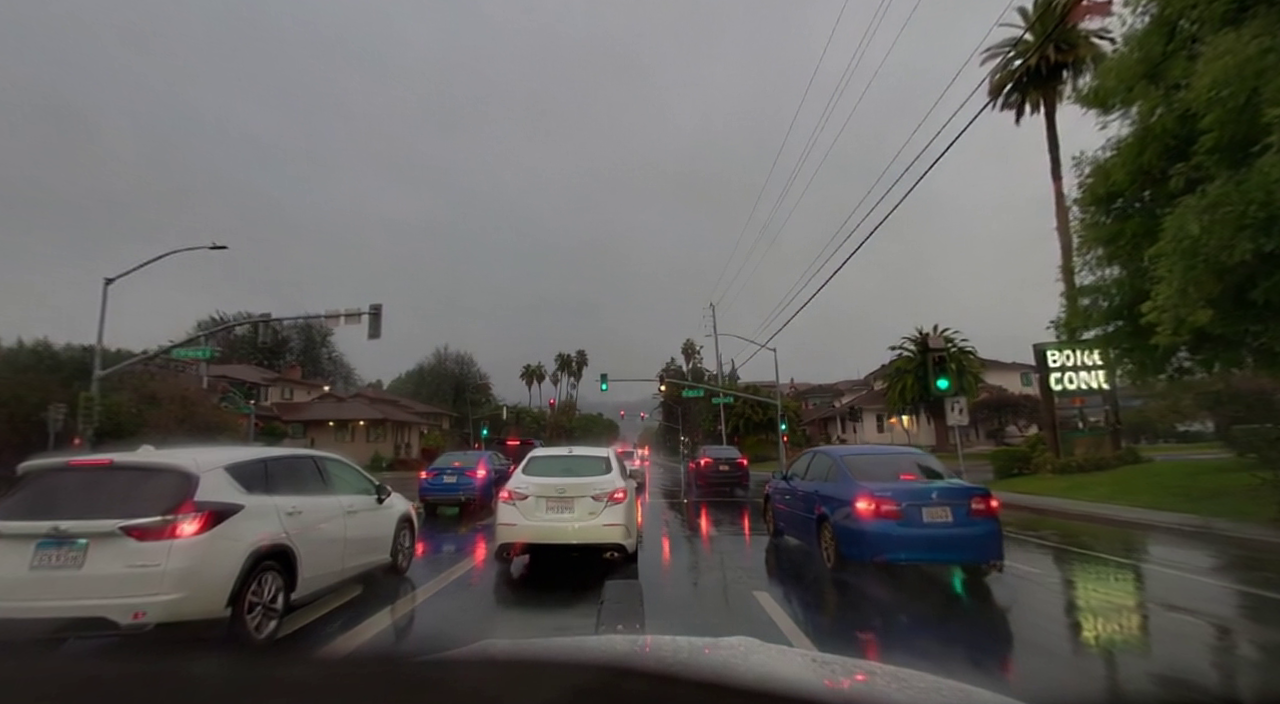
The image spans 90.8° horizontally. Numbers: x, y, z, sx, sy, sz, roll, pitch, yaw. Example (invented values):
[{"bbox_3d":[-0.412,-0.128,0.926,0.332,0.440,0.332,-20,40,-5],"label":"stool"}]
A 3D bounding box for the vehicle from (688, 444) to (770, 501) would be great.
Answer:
[{"bbox_3d":[2.733,3.819,20.401,1.956,1.615,4.205,0,-9,-1],"label":"vehicle"}]

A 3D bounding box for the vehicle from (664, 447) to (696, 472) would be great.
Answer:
[{"bbox_3d":[2.920,7.974,47.109,2.063,1.750,4.410,0,-9,-1],"label":"vehicle"}]

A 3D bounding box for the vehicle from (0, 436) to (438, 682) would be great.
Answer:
[{"bbox_3d":[-3.698,1.605,6.149,2.058,1.474,4.473,0,-9,-1],"label":"vehicle"}]

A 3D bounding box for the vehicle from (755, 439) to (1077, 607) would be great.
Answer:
[{"bbox_3d":[2.859,1.851,7.839,2.014,1.464,4.312,0,-9,0],"label":"vehicle"}]

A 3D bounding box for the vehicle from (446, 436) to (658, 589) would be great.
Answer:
[{"bbox_3d":[-0.924,1.893,8.269,2.104,1.500,3.815,0,-9,-2],"label":"vehicle"}]
